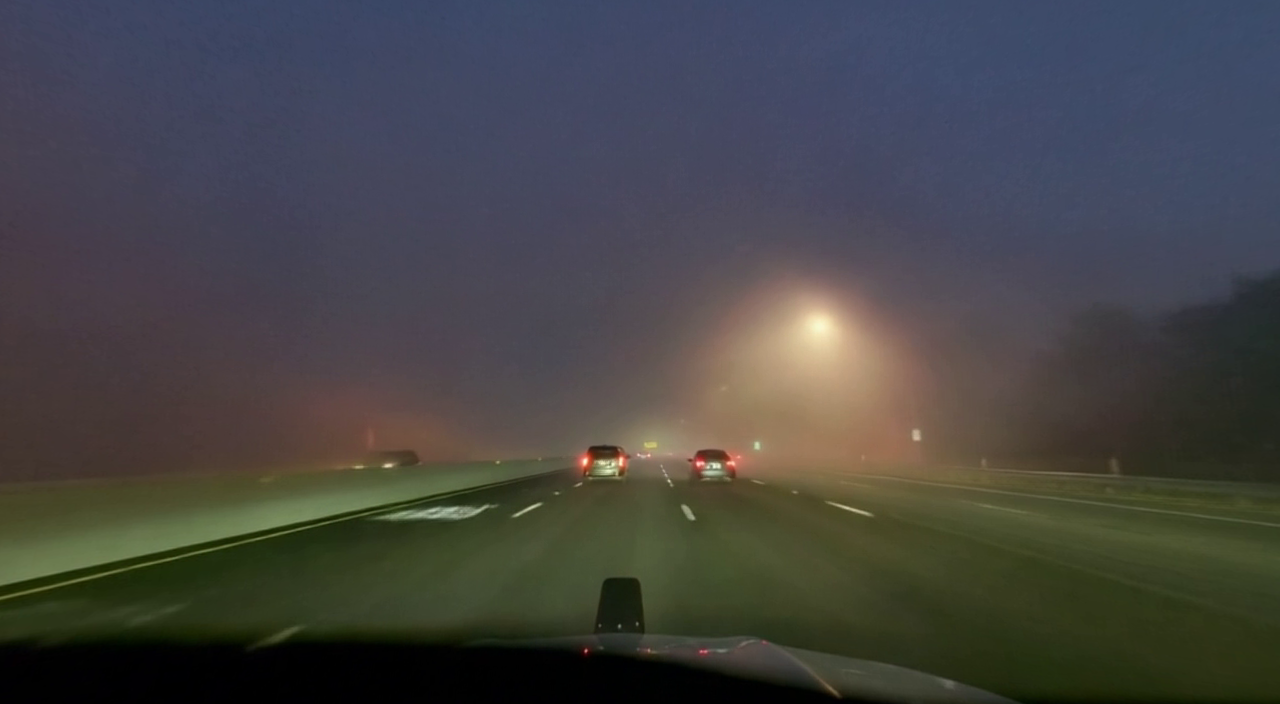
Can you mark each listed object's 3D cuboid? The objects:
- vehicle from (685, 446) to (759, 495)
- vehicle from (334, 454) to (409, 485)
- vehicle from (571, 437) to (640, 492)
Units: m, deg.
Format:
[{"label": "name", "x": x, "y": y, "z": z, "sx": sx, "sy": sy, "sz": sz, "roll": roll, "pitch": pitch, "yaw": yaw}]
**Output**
[{"label": "vehicle", "x": 2.686, "y": 3.984, "z": 21.542, "sx": 2.004, "sy": 1.471, "sz": 4.032, "roll": 0, "pitch": -9, "yaw": 1}, {"label": "vehicle", "x": -14.220, "y": 6.220, "z": 33.601, "sx": 1.948, "sy": 1.503, "sz": 4.343, "roll": 0, "pitch": -9, "yaw": 2}, {"label": "vehicle", "x": -1.099, "y": 3.940, "z": 22.331, "sx": 2.142, "sy": 1.724, "sz": 4.344, "roll": 0, "pitch": -9, "yaw": 1}]
